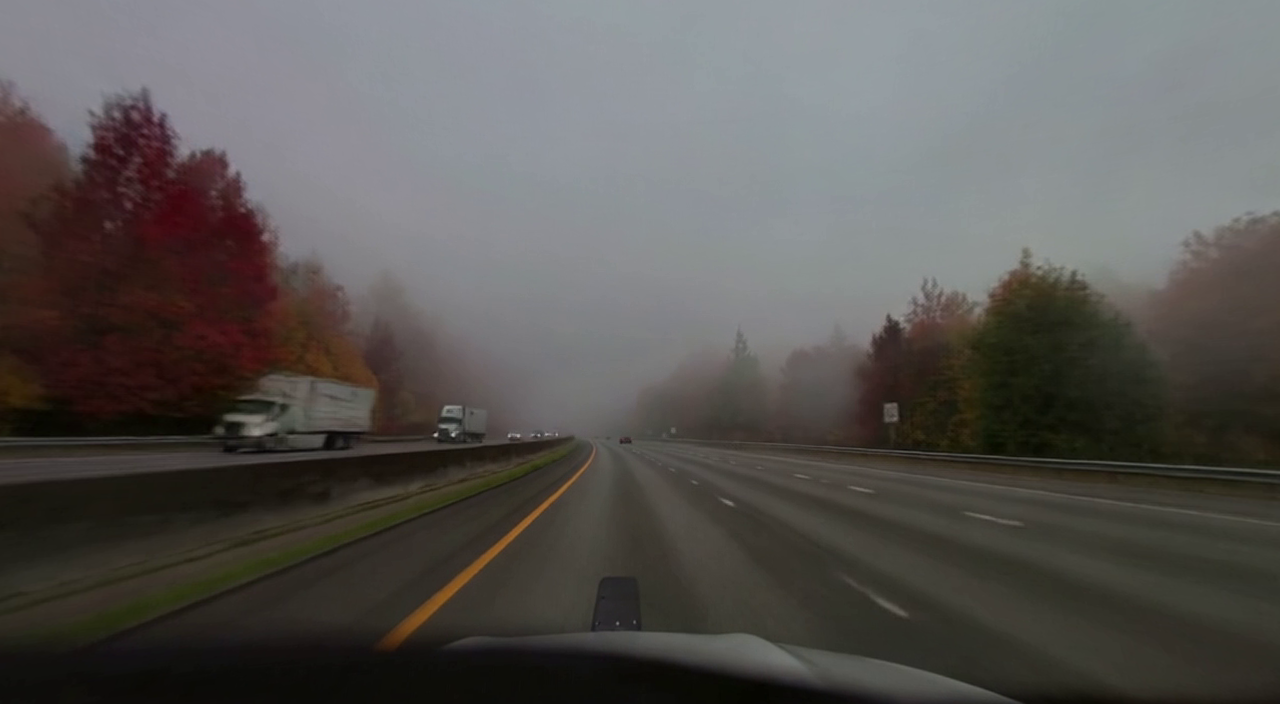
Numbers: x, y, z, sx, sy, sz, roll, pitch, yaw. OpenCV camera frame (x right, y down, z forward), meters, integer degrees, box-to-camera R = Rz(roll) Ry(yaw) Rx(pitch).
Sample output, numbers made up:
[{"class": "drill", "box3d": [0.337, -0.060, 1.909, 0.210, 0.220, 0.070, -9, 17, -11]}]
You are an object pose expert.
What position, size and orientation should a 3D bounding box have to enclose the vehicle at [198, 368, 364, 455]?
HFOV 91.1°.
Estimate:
[{"class": "vehicle", "box3d": [-17.910, 3.278, 32.637, 2.949, 3.792, 10.330, 0, -8, -3]}]
